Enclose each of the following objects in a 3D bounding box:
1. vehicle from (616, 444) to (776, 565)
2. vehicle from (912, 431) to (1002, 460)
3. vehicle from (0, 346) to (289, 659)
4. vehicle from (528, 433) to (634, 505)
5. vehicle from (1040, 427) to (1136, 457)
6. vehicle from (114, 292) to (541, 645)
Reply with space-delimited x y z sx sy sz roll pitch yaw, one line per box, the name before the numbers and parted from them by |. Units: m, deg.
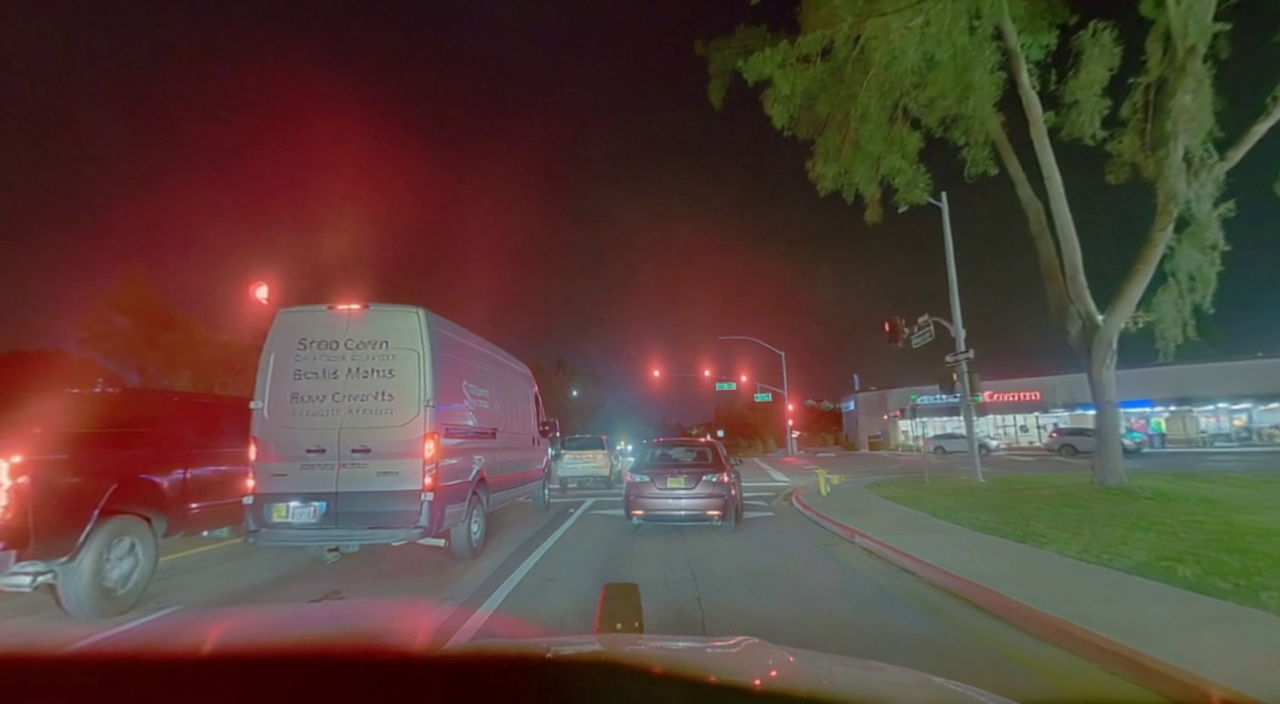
vehicle | 1.085 2.596 11.641 2.398 1.773 4.254 -1 -8 7
vehicle | 21.345 6.326 42.461 5.021 1.848 2.210 1 -9 -10
vehicle | -6.018 1.315 5.955 2.352 2.333 5.197 0 -8 0
vehicle | -1.617 3.466 19.123 2.130 1.876 4.445 -1 -9 9
vehicle | 31.324 6.322 44.118 5.084 2.041 2.360 1 -9 -8
vehicle | -3.124 1.379 8.347 2.555 3.035 5.702 0 -8 1
